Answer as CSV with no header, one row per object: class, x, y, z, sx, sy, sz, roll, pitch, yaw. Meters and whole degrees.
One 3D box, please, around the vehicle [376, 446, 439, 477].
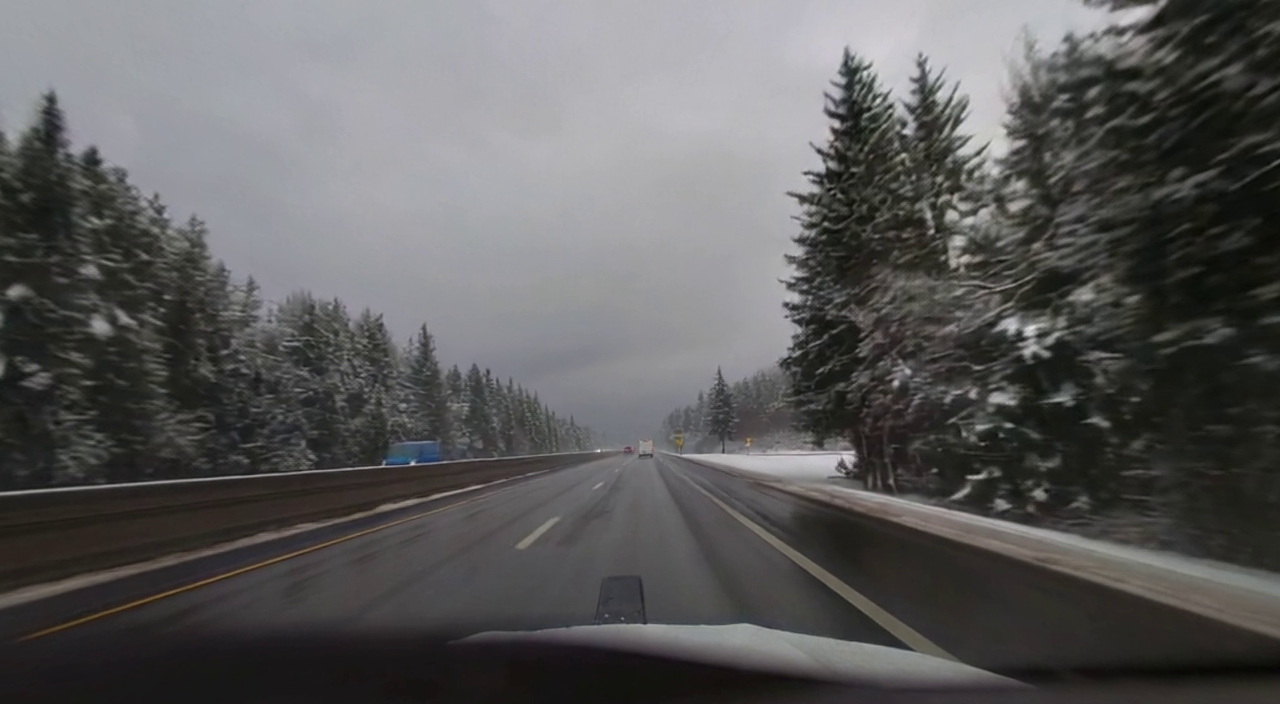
vehicle,-15.113,7.108,41.228,2.140,1.899,4.803,0,-9,2
